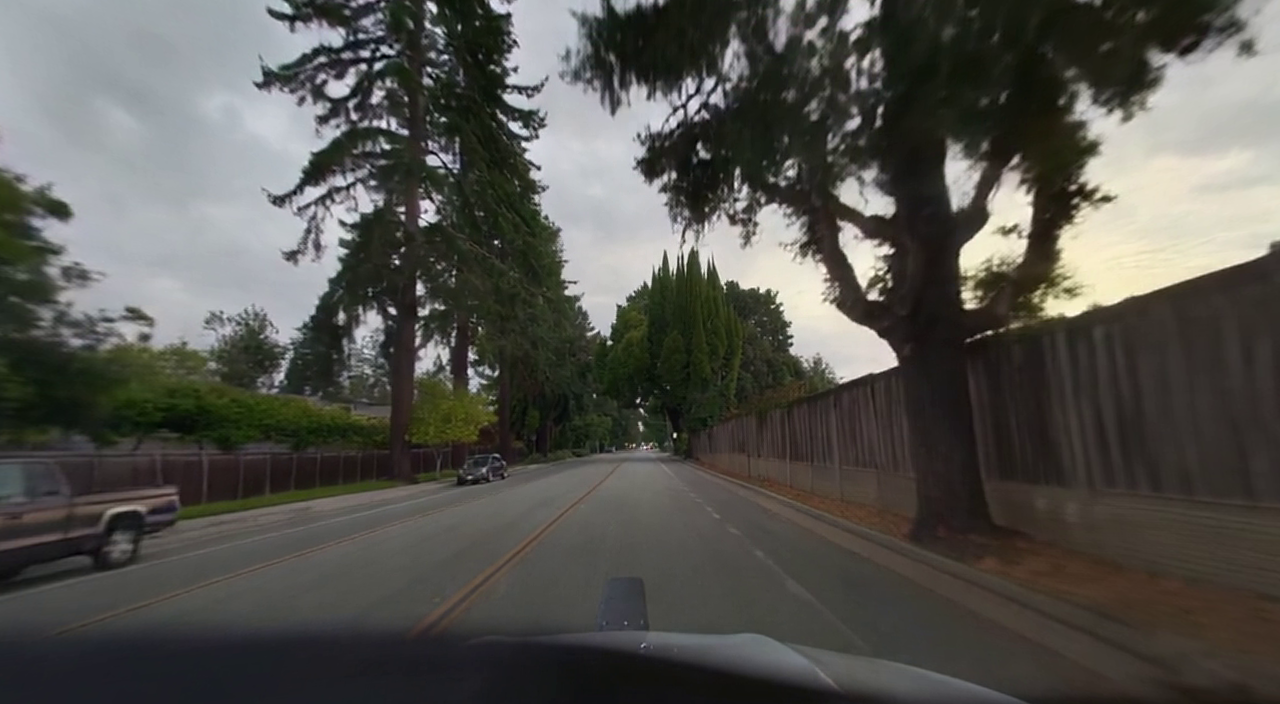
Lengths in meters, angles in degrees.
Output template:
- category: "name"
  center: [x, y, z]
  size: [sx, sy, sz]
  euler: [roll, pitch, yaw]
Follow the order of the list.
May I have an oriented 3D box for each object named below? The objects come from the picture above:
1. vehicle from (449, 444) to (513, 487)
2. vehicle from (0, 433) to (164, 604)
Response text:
- category: "vehicle"
  center: [-7.625, 5.434, 30.602]
  size: [1.945, 1.760, 4.021]
  euler: [-3, -8, 2]
- category: "vehicle"
  center: [-7.529, 1.715, 6.246]
  size: [1.999, 1.714, 4.517]
  euler: [-3, -8, 2]
